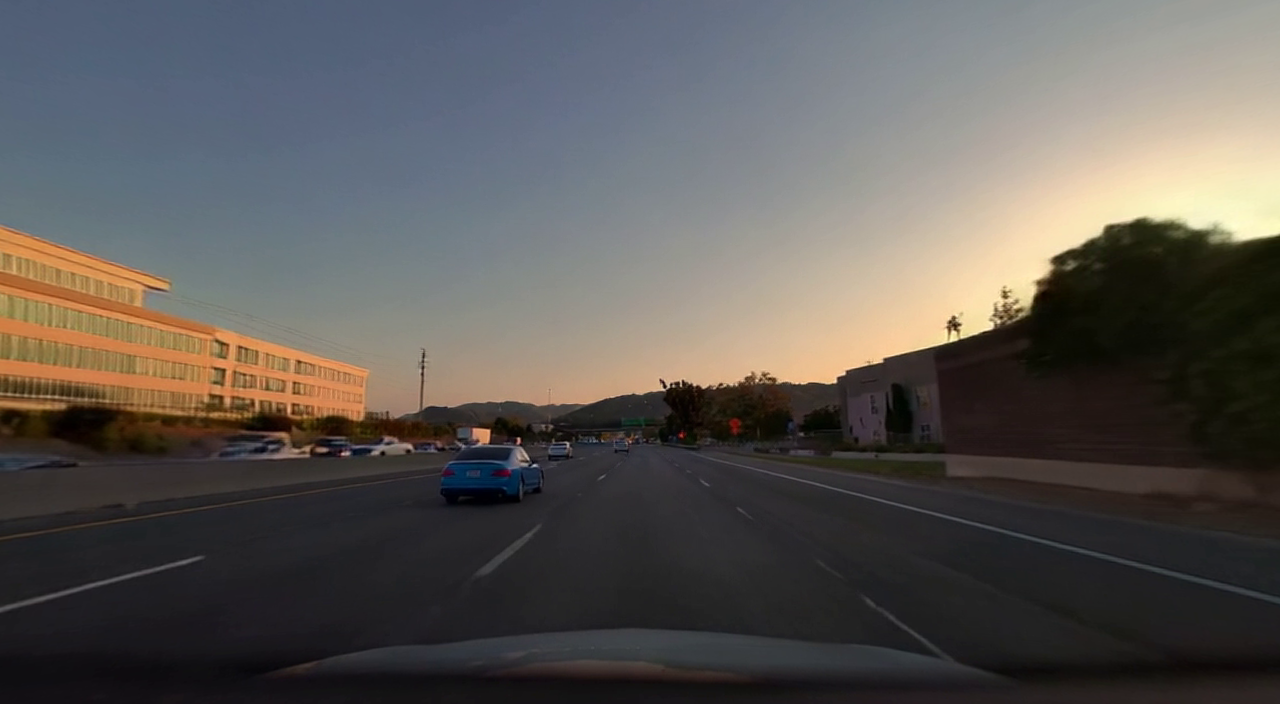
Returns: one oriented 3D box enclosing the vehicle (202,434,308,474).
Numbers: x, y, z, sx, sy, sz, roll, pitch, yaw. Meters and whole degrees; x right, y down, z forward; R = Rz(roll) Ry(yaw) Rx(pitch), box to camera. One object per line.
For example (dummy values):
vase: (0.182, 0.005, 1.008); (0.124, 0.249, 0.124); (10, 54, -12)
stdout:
vehicle: (-20.993, 5.578, 34.730); (2.160, 2.020, 5.622); (0, -8, 1)

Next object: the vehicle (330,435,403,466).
vehicle: (-16.632, 6.020, 38.690); (2.020, 1.706, 5.332); (0, -8, 1)

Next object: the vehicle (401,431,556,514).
vehicle: (-3.419, 2.671, 14.565); (2.144, 1.565, 4.951); (0, -8, 2)
